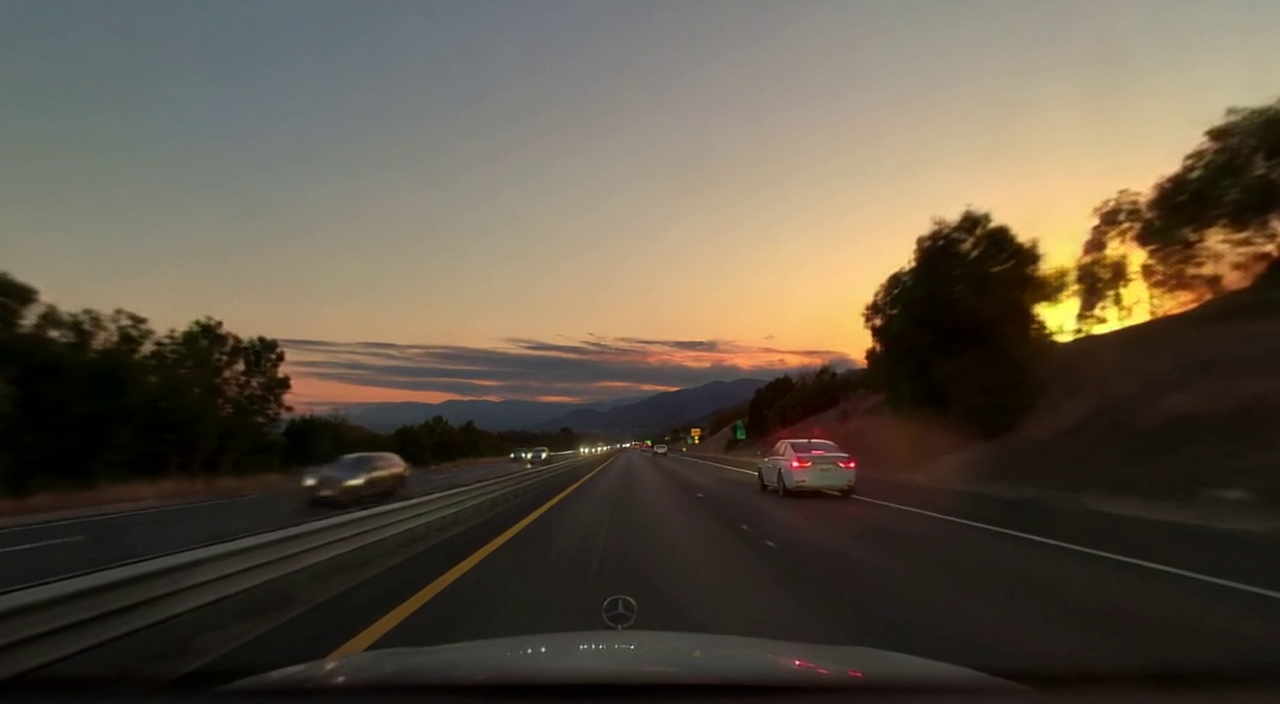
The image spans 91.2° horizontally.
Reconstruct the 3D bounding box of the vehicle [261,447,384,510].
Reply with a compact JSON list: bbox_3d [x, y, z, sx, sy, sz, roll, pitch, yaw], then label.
[{"bbox_3d":[-9.176,3.651,18.551,1.956,1.583,4.227,1,-9,-9],"label":"vehicle"}]

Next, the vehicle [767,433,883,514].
[{"bbox_3d":[4.038,2.699,14.410,2.001,1.555,4.098,-2,-9,9],"label":"vehicle"}]
